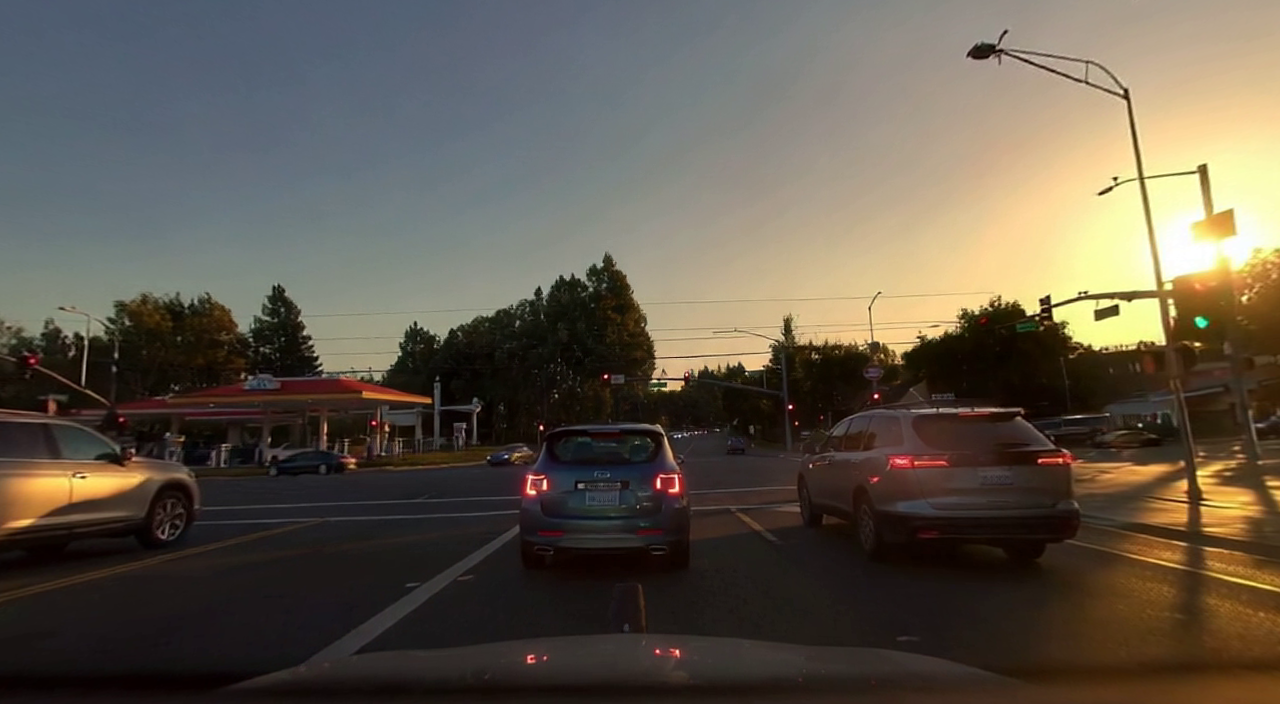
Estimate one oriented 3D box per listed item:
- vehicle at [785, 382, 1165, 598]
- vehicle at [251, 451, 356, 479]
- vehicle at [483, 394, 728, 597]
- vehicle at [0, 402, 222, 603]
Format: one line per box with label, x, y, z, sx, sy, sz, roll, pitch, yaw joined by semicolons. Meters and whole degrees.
vehicle;3.276;1.454;7.449;2.083;1.779;4.347;0;-8;0
vehicle;-18.492;6.227;34.824;4.669;1.469;1.855;0;-8;-3
vehicle;-0.225;1.509;7.414;2.067;1.702;3.987;0;-8;2
vehicle;-6.715;1.399;5.986;2.011;1.774;4.866;0;-8;2
